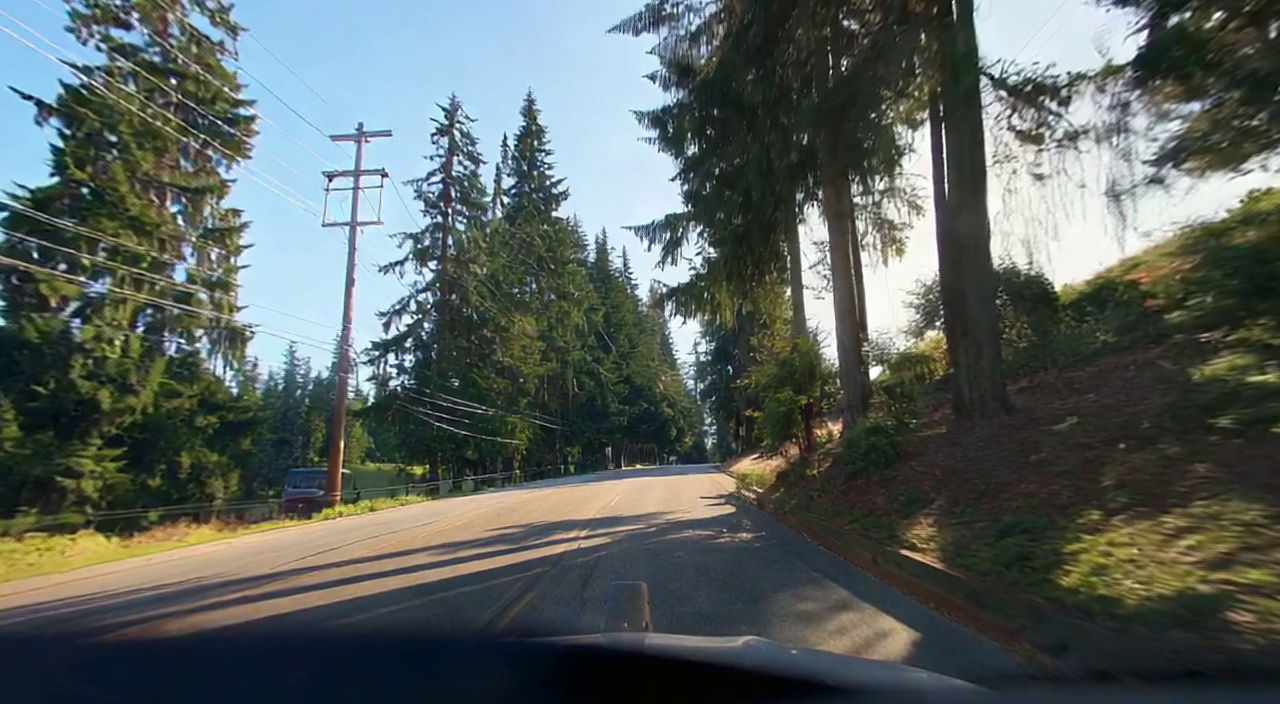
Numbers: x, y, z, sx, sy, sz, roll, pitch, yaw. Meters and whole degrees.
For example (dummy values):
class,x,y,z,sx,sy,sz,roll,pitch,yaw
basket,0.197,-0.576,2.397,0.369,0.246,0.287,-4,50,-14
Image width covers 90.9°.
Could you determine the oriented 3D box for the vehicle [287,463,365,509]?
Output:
class,x,y,z,sx,sy,sz,roll,pitch,yaw
vehicle,-13.107,5.568,26.614,2.058,1.654,4.273,2,-9,-15
